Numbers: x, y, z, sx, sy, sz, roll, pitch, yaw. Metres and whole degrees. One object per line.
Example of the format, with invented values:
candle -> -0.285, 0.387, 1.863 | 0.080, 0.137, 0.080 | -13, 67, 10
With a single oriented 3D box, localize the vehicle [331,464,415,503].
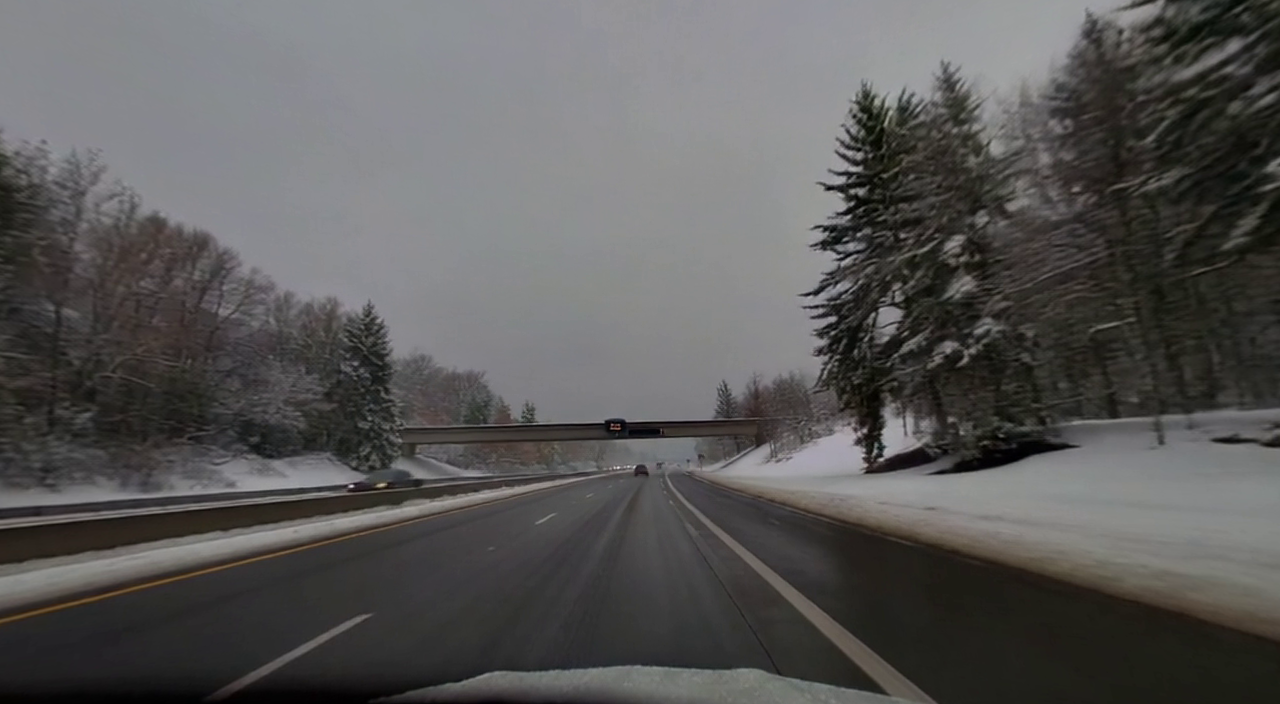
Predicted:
vehicle -> -10.833, 5.357, 25.846 | 1.772, 1.411, 3.681 | 1, -11, 0
